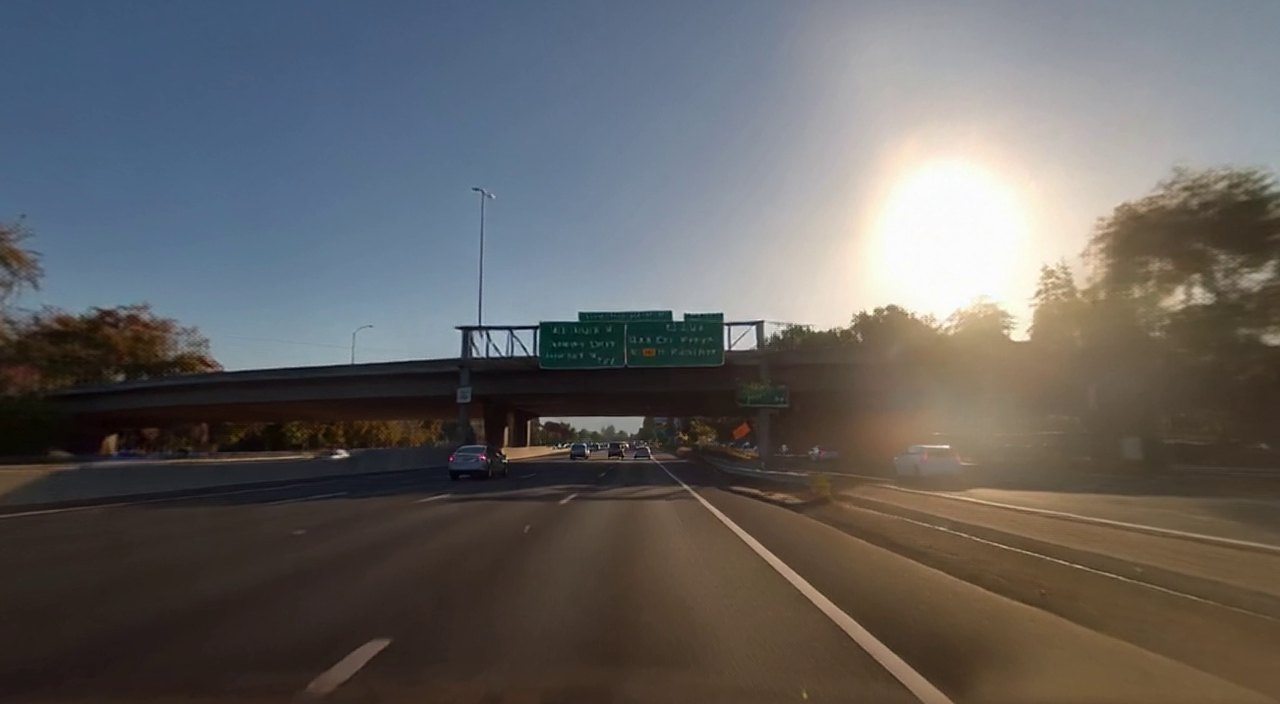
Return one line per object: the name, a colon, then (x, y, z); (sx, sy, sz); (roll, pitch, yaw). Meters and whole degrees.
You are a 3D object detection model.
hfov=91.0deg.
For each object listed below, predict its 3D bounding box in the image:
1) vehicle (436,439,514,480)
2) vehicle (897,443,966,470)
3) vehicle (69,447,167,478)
vehicle: (-6.598, 4.338, 25.660); (1.985, 1.513, 4.172); (0, -8, 0)
vehicle: (17.648, 6.333, 38.397); (1.884, 1.567, 4.692); (0, -8, -1)
vehicle: (-28.193, 5.959, 34.194); (1.866, 1.553, 3.969); (0, -8, 1)
